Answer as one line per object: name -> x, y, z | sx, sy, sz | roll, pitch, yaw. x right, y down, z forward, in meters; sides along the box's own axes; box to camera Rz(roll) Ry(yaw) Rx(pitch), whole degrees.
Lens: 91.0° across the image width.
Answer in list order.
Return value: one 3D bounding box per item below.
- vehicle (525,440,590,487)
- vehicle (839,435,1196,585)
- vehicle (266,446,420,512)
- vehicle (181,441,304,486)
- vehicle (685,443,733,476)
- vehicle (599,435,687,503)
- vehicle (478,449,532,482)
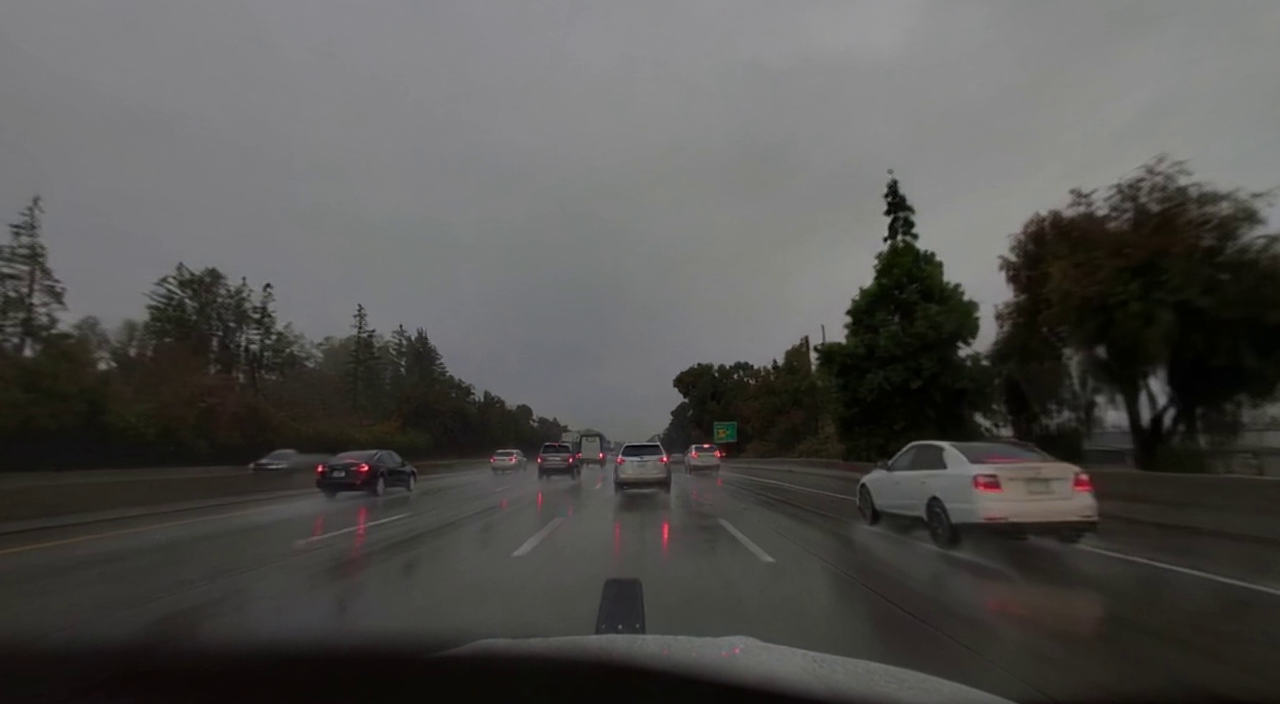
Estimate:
vehicle -> -3.421, 4.732, 27.056 | 2.142, 1.808, 4.266 | 0, -9, 1
vehicle -> 4.536, 1.936, 8.700 | 2.006, 1.474, 4.669 | 0, -9, 0
vehicle -> -7.743, 3.312, 17.004 | 1.927, 1.514, 4.474 | 0, -9, 0
vehicle -> -16.701, 4.688, 26.837 | 2.096, 1.725, 4.835 | 0, -9, 0
vehicle -> 3.959, 6.273, 37.076 | 2.175, 1.830, 5.173 | 0, -9, -1
vehicle -> 0.110, 3.297, 18.177 | 2.223, 1.722, 4.177 | 0, -9, 1
vehicle -> -7.109, 5.977, 33.559 | 1.931, 1.617, 4.060 | 0, -9, 1
